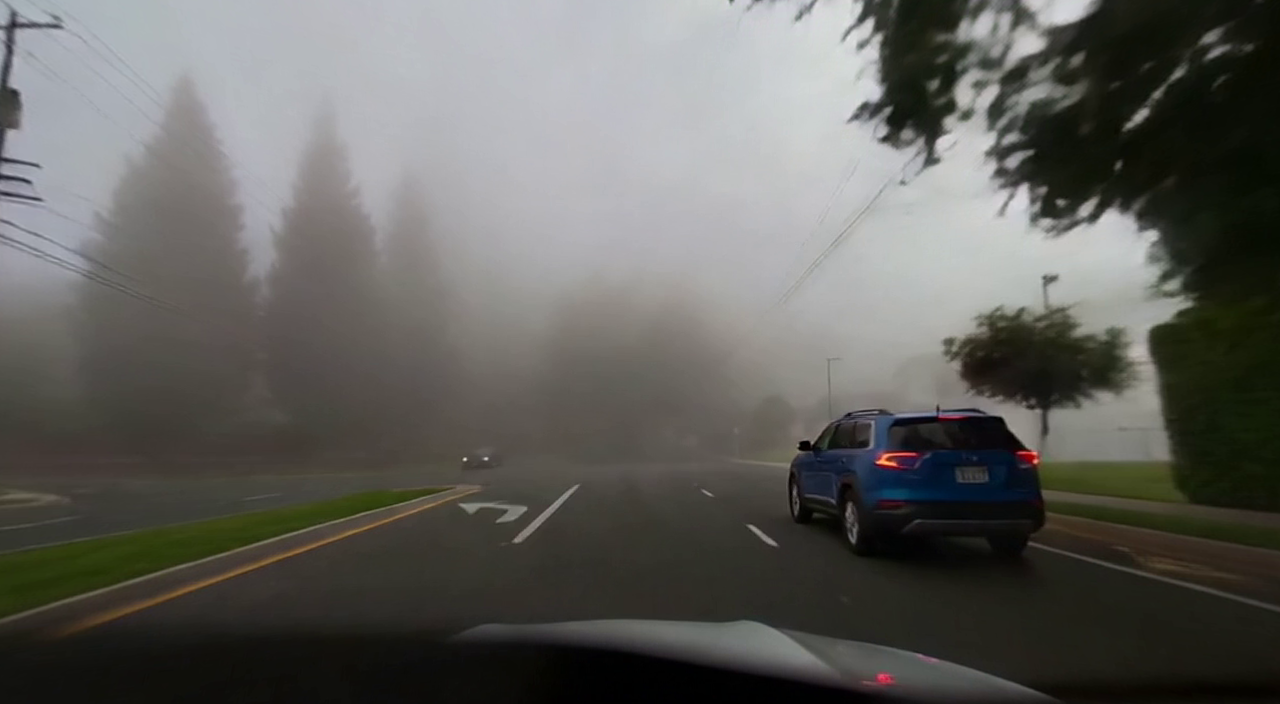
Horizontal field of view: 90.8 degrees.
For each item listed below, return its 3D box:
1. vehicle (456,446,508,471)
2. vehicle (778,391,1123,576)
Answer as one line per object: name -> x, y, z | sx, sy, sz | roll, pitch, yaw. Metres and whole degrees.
vehicle -> -10.053, 6.812, 40.628 | 1.990, 1.521, 4.879 | 0, -9, 1
vehicle -> 3.541, 1.630, 8.575 | 2.193, 1.777, 4.772 | 0, -9, -1
